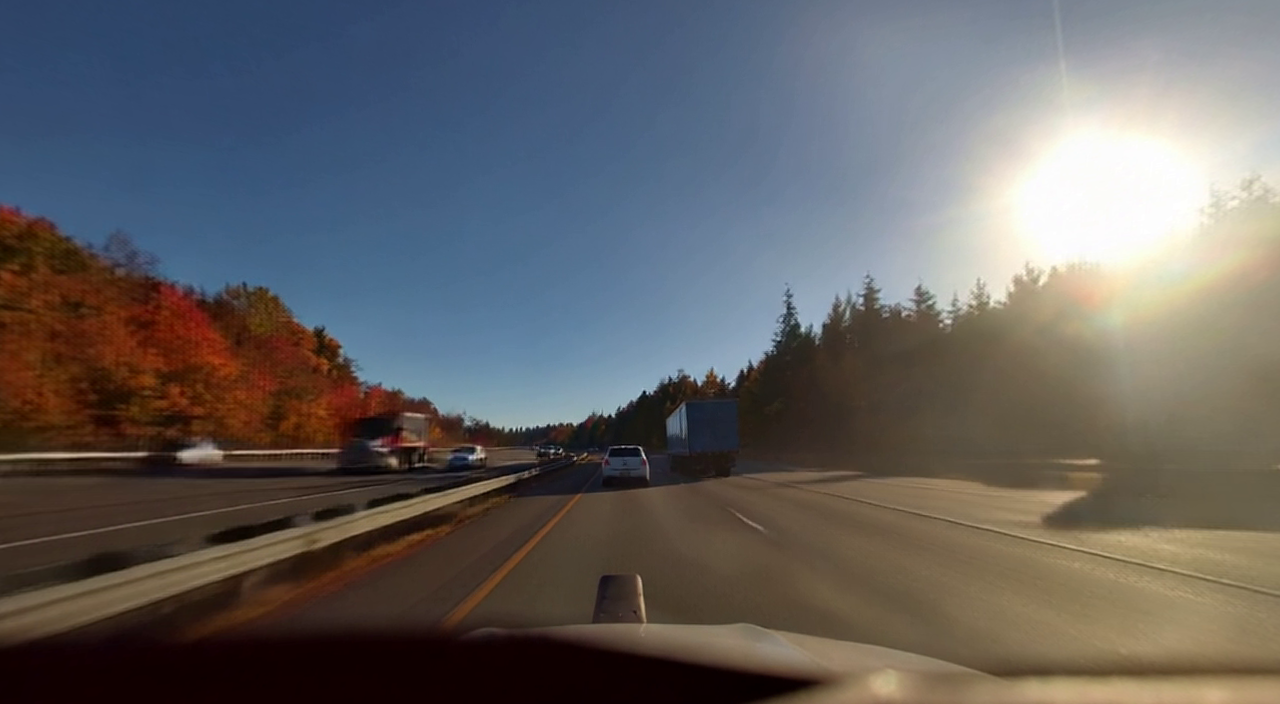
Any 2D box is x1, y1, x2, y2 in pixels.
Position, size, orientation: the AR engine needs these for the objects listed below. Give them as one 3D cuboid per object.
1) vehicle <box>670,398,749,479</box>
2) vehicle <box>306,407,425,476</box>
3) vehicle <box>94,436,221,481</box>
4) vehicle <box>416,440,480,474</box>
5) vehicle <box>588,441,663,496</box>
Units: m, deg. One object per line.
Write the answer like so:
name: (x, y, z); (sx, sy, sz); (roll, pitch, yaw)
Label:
vehicle: (3.811, 5.462, 38.542); (2.900, 4.013, 14.455); (0, -9, -1)
vehicle: (-13.321, 4.494, 31.237); (2.680, 2.986, 7.285); (0, -9, -1)
vehicle: (-19.238, 4.255, 25.269); (1.917, 1.611, 4.188); (0, -9, -3)
vehicle: (-9.453, 5.221, 31.271); (1.878, 1.518, 4.377); (0, -9, -1)
vehicle: (-0.458, 3.597, 19.689); (2.099, 1.506, 4.097); (0, -9, -1)
